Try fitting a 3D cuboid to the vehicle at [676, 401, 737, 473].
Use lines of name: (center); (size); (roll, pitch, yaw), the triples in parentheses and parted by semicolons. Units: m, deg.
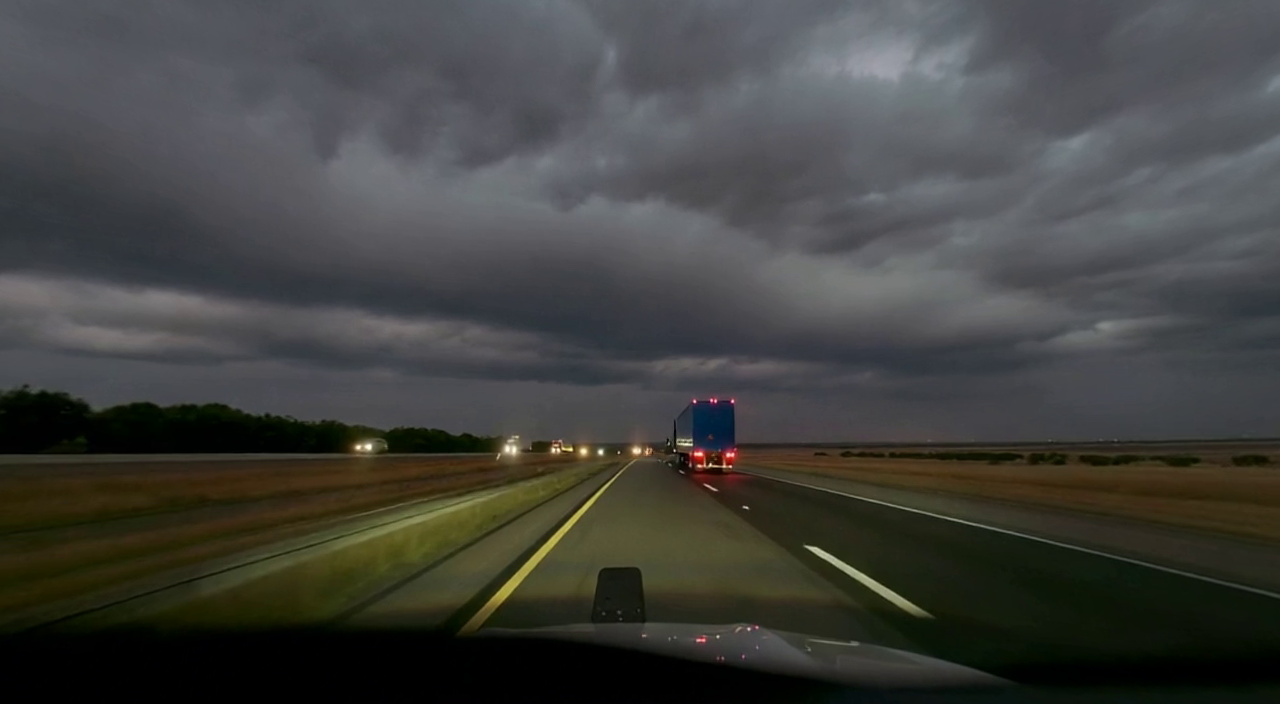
vehicle: (4.303, 5.971, 43.599); (2.818, 4.206, 12.987); (0, -9, 0)
